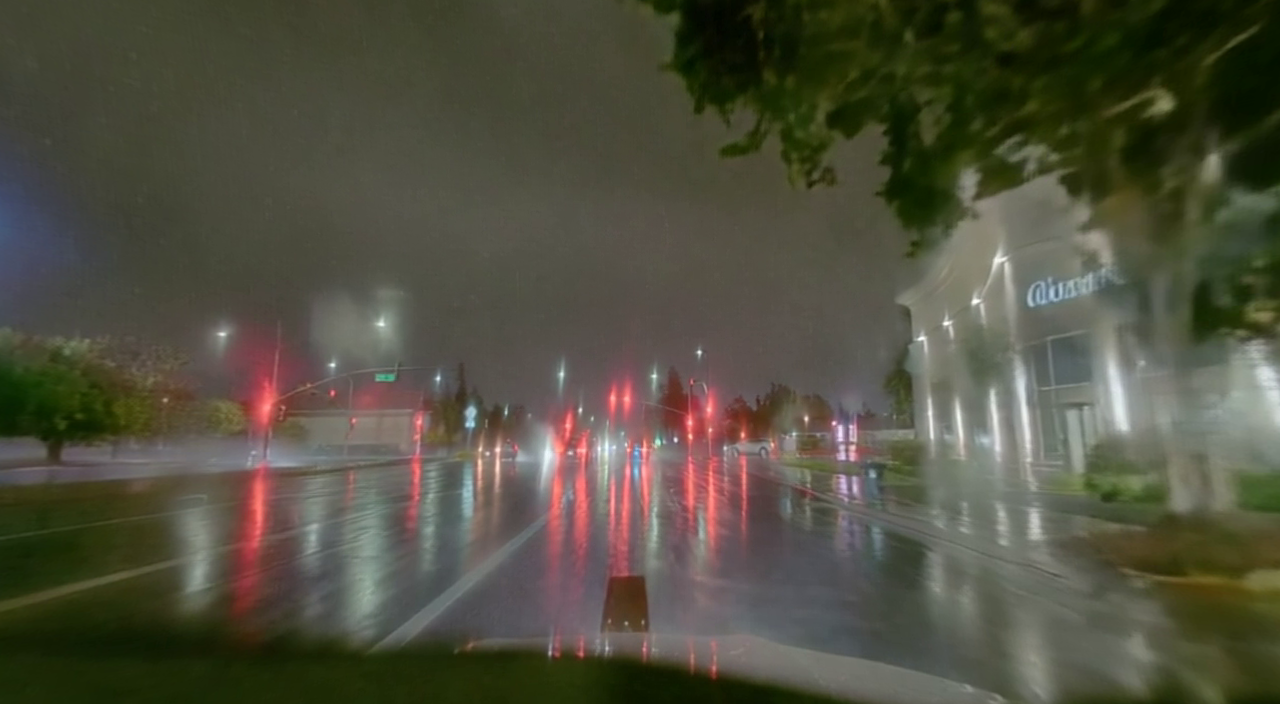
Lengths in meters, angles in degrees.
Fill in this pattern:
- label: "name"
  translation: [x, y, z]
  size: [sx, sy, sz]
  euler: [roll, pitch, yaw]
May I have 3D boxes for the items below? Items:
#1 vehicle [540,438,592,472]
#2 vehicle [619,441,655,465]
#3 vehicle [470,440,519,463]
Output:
- label: "vehicle"
  translation: [-3.551, 5.062, 31.060]
  size: [2.029, 1.517, 4.375]
  euler: [0, -9, 0]
- label: "vehicle"
  translation: [-0.170, 6.792, 42.637]
  size: [2.258, 1.507, 3.896]
  euler: [0, -8, 2]
- label: "vehicle"
  translation: [-9.928, 6.879, 43.456]
  size: [2.096, 1.474, 4.585]
  euler: [-1, -9, 2]
